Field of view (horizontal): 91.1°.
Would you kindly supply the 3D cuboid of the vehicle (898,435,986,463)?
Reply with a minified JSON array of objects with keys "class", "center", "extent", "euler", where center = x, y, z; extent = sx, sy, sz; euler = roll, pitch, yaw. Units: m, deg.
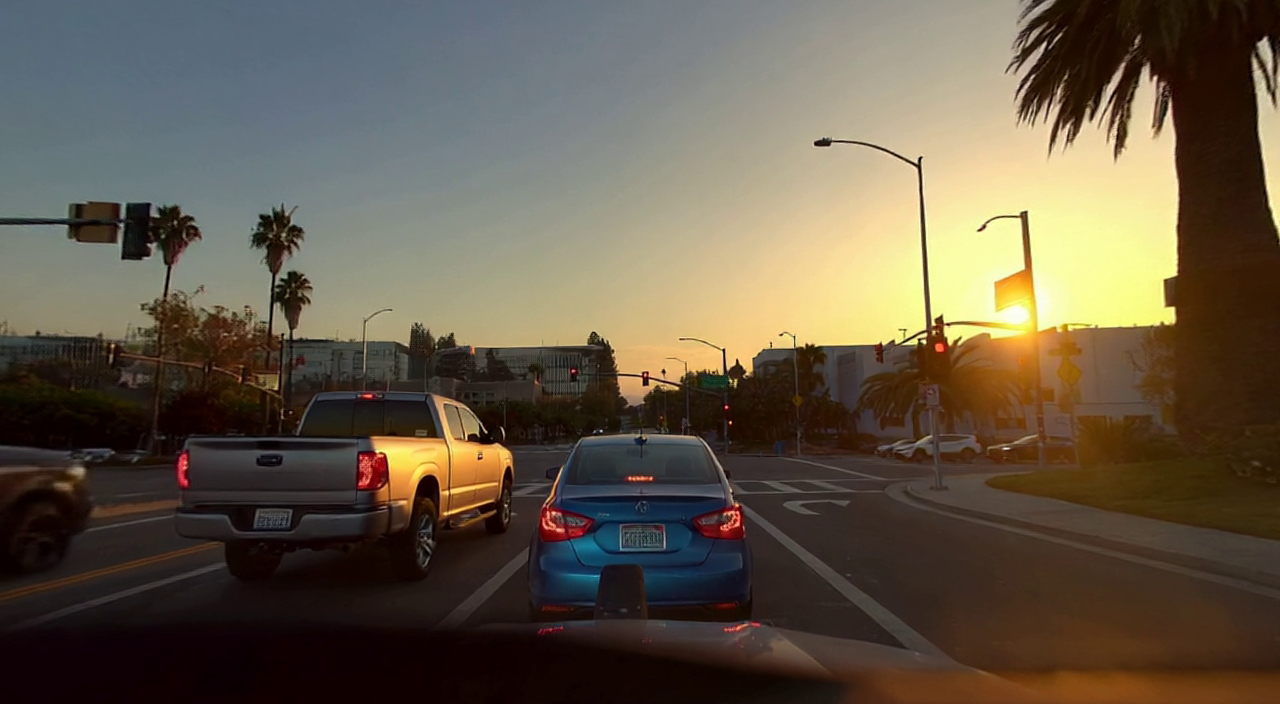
[{"class":"vehicle","center":[18.827,6.072,39.296],"extent":[4.466,1.717,1.963],"euler":[0,-8,2]}]

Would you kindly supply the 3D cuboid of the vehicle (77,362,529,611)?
[{"class":"vehicle","center":[-3.221,1.481,7.917],"extent":[2.330,1.969,5.626],"euler":[-1,-8,3]}]

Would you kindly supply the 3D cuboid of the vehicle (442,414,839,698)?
[{"class":"vehicle","center":[0.035,1.400,5.513],"extent":[2.122,1.501,4.152],"euler":[0,-8,1]}]
